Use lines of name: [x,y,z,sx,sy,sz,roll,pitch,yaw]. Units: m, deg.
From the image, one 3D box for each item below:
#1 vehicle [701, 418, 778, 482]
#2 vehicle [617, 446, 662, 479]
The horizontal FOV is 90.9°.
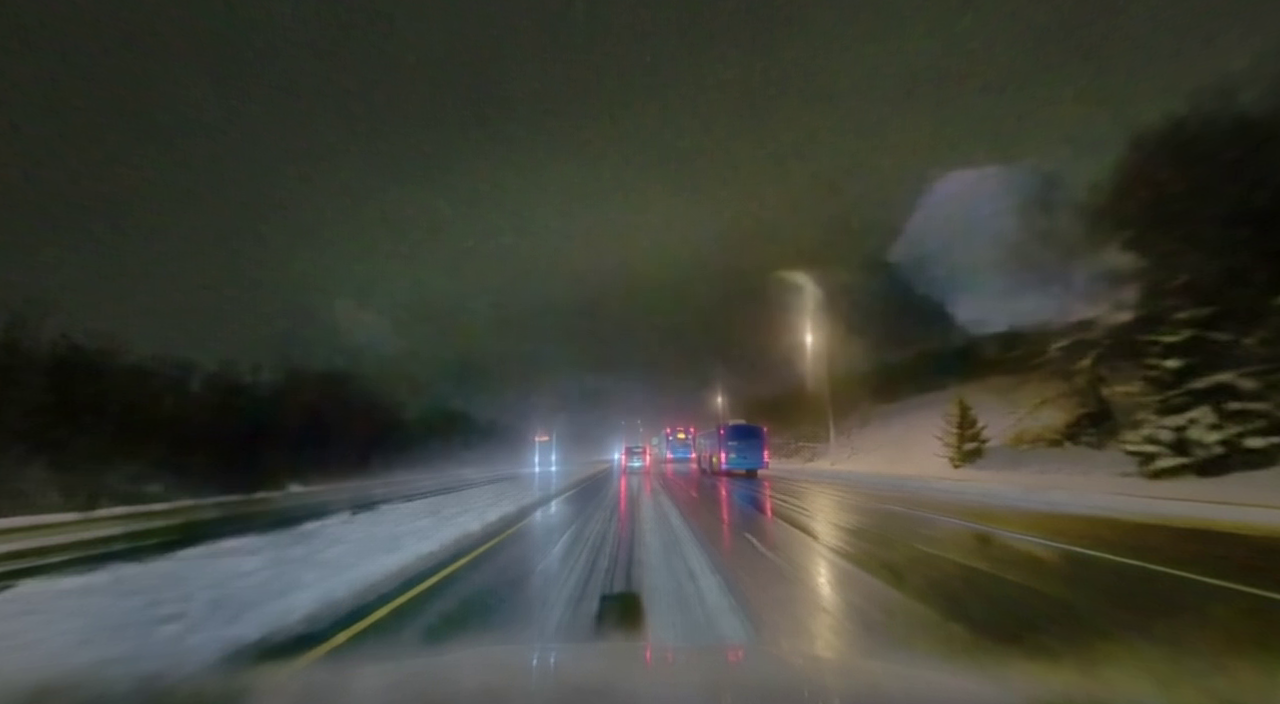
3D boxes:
vehicle: [4.303,4.426,28.438,2.440,2.555,5.957,0,-9,0]
vehicle: [-0.023,5.252,30.177,2.004,1.449,3.817,0,-9,0]
